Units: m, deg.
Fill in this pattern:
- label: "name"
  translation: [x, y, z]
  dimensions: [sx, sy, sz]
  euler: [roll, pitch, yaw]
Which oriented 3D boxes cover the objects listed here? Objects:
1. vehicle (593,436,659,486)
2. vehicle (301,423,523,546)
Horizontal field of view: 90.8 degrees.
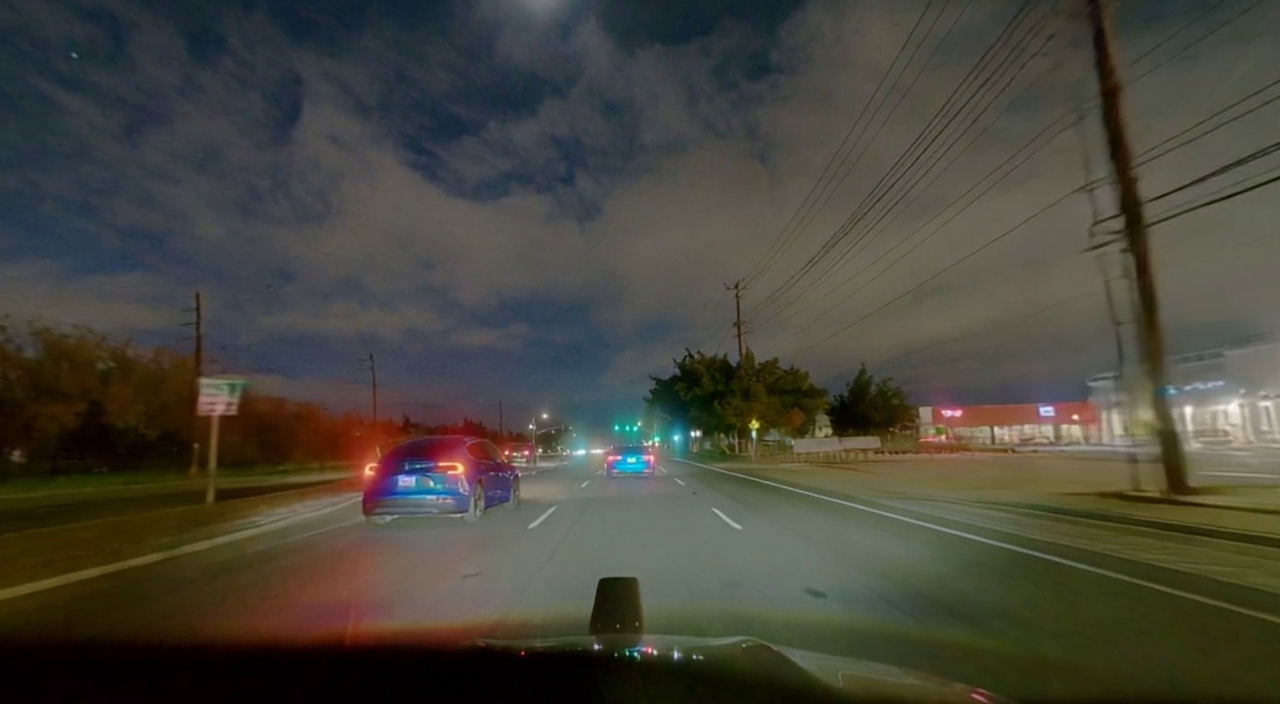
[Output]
- label: "vehicle"
  translation: [-0.482, 3.944, 23.166]
  dimensions: [2.189, 1.652, 4.135]
  euler: [0, -9, -1]
- label: "vehicle"
  translation: [-3.464, 2.114, 10.833]
  dimensions: [1.985, 1.607, 4.892]
  euler: [0, -8, 0]
